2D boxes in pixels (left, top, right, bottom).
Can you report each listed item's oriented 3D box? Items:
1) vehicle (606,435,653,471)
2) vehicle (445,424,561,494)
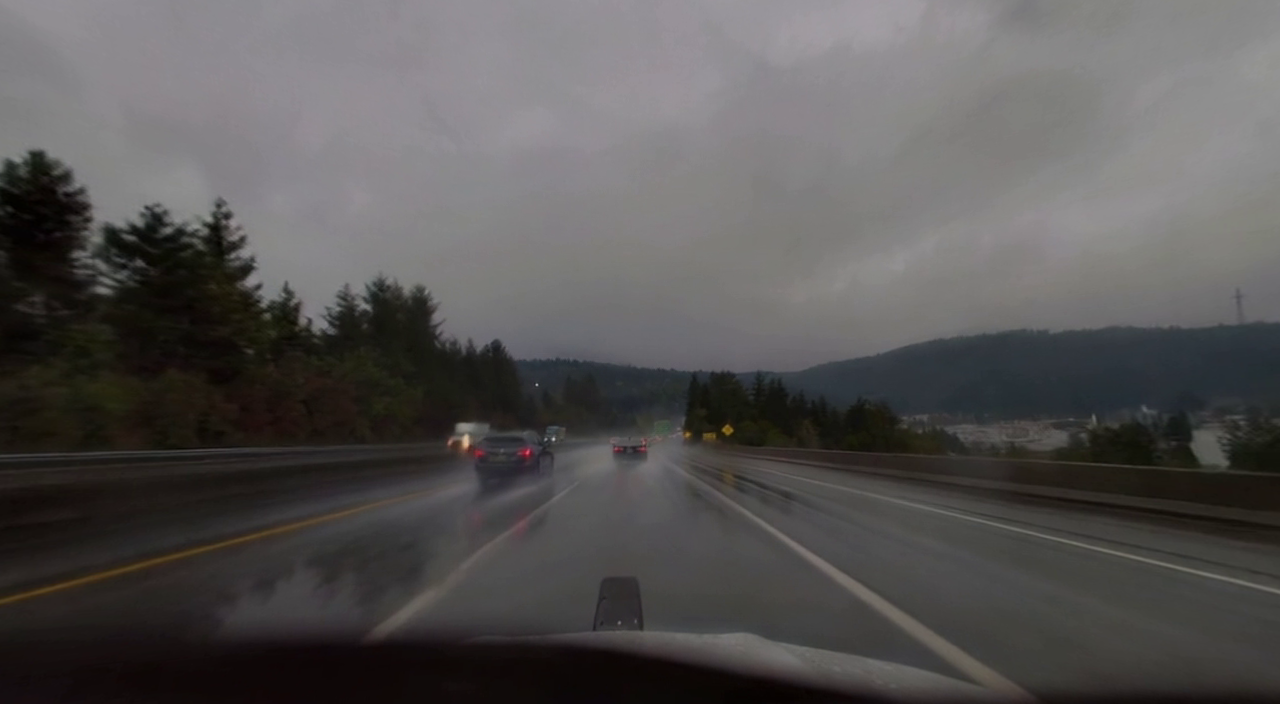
[{"bbox_3d":[-0.480,4.772,29.850,2.048,1.563,4.087,0,-8,-1],"label":"vehicle"},{"bbox_3d":[-3.710,2.988,17.979,2.264,1.699,4.648,0,-8,0],"label":"vehicle"}]
